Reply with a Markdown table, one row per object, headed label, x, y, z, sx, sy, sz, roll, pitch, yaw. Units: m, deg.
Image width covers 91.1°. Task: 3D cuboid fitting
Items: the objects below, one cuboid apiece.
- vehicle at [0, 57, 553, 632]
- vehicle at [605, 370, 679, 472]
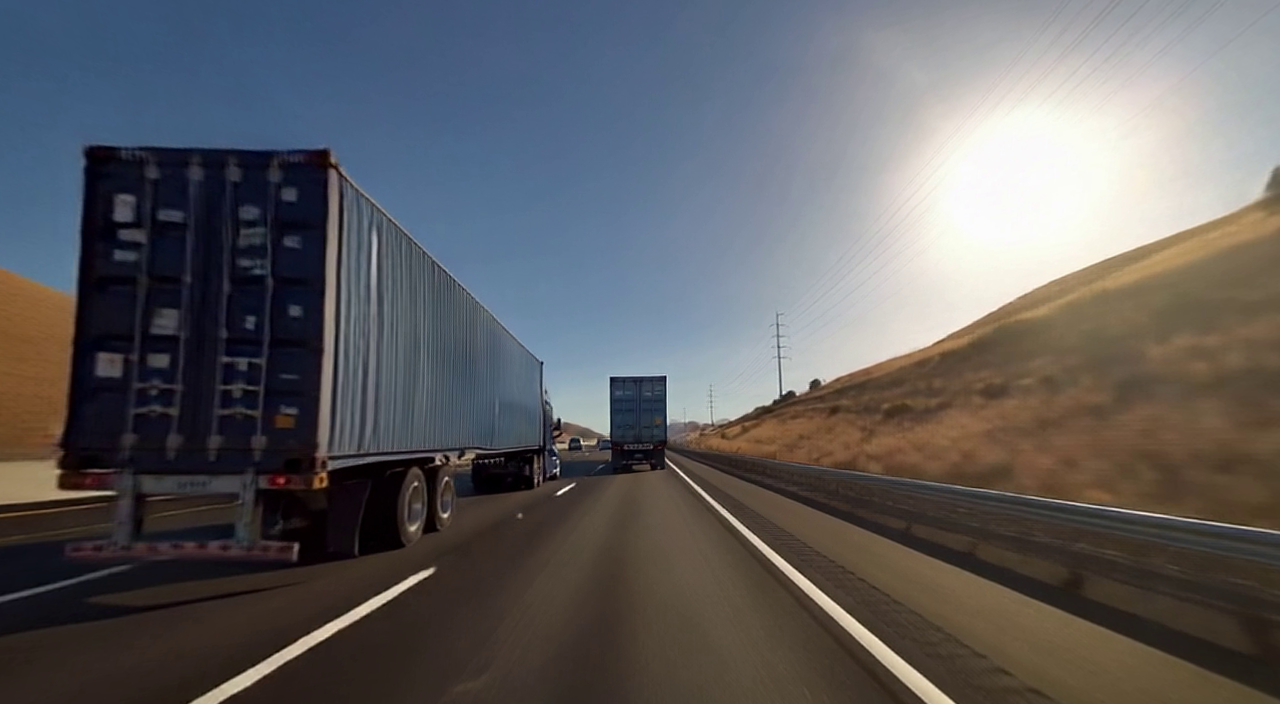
| label | x | y | z | sx | sy | sz | roll | pitch | yaw |
| --- | --- | --- | --- | --- | --- | --- | --- | --- | --- |
| vehicle | -4.133 | 0.811 | 11.225 | 3.065 | 4.105 | 13.706 | 0 | -8 | 1 |
| vehicle | -0.012 | 3.647 | 31.424 | 3.006 | 4.120 | 11.586 | 0 | -8 | -1 |
